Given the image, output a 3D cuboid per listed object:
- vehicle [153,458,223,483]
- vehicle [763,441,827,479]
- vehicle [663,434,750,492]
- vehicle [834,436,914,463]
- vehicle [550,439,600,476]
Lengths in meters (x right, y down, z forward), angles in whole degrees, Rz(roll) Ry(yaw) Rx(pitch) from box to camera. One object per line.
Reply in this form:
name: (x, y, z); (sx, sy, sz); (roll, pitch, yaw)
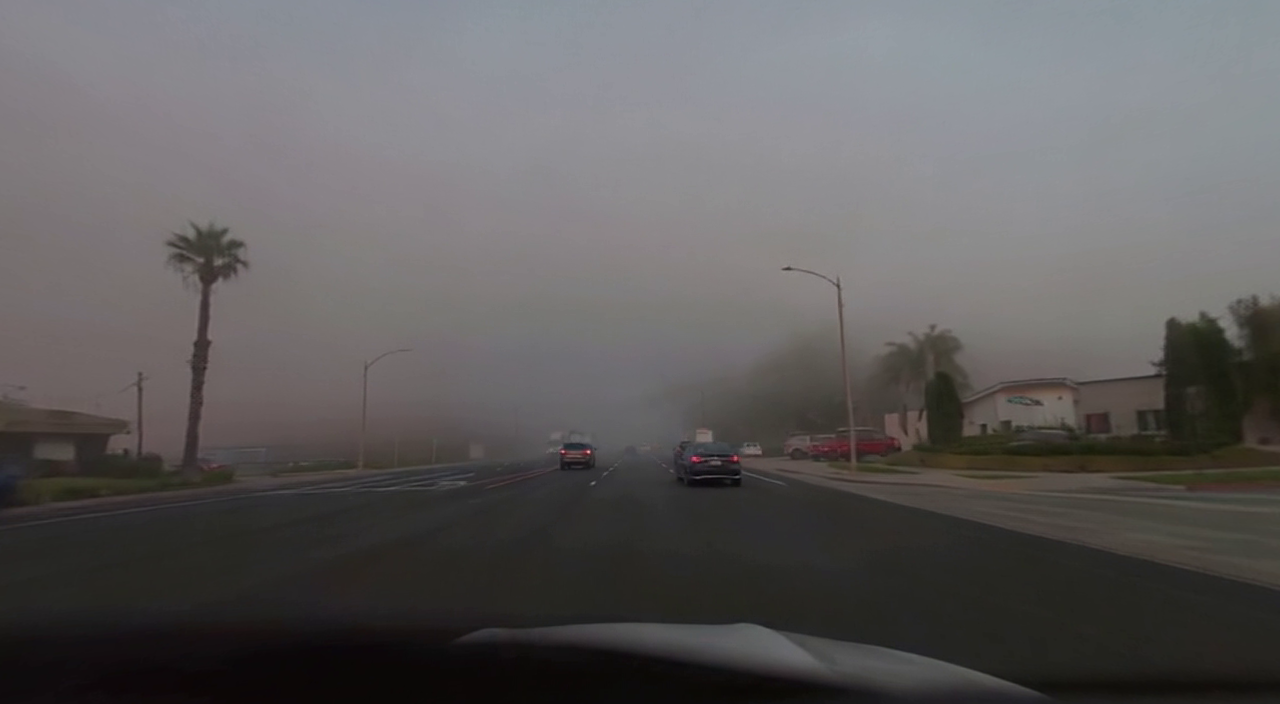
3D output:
vehicle: (-30.103, 7.862, 42.048); (1.823, 1.477, 3.984); (0, -8, -2)
vehicle: (7.615, 5.325, 31.351); (2.012, 1.737, 4.129); (0, -8, -2)
vehicle: (2.033, 3.554, 20.486); (2.084, 1.682, 4.148); (1, -8, -4)
vehicle: (15.328, 6.425, 41.426); (4.489, 1.557, 1.792); (-2, -9, 2)
vehicle: (-3.267, 5.426, 32.628); (2.084, 1.735, 4.528); (0, -8, 1)
